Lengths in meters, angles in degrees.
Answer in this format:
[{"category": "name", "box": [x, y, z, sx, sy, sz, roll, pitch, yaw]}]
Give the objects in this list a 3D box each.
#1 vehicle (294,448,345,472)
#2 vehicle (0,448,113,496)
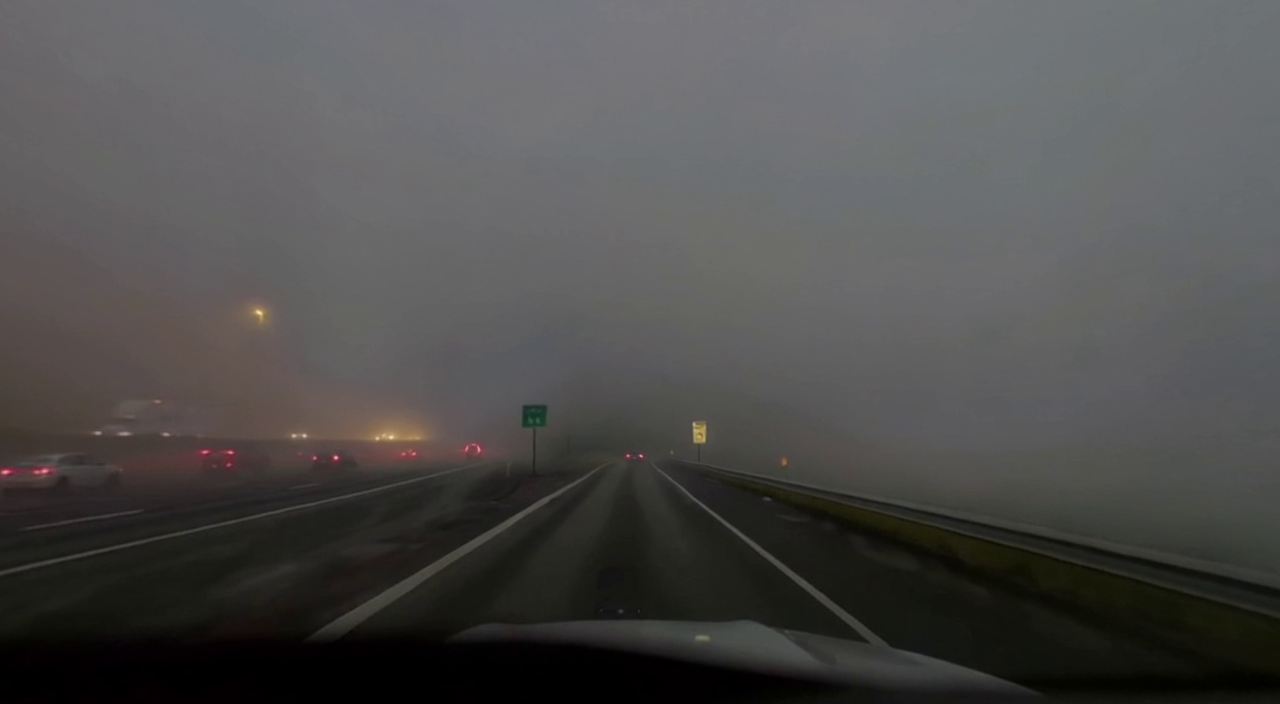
[{"category": "vehicle", "box": [-24.825, 8.379, 48.924, 2.093, 1.735, 4.285, 1, -9, -6]}, {"category": "vehicle", "box": [-25.702, 5.020, 26.769, 2.220, 1.806, 5.471, 1, -9, -6]}]
